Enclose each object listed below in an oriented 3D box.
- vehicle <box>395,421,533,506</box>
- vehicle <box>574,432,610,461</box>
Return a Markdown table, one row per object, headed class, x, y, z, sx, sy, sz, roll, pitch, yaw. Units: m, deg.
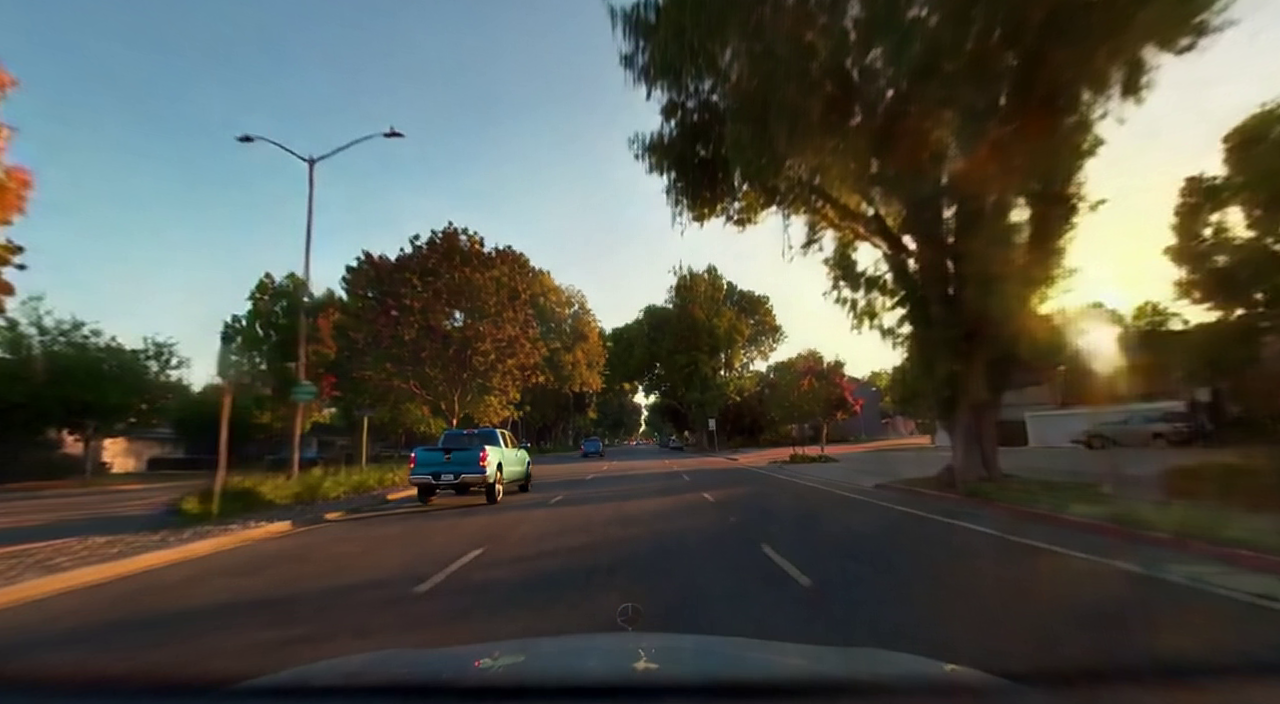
| class | x | y | z | sx | sy | sz | roll | pitch | yaw |
| --- | --- | --- | --- | --- | --- | --- | --- | --- | --- |
| vehicle | -4.060 | 2.671 | 15.510 | 2.002 | 1.747 | 4.728 | 0 | -8 | 0 |
| vehicle | -3.472 | 6.955 | 46.244 | 2.230 | 1.987 | 4.385 | 0 | -8 | 1 |
